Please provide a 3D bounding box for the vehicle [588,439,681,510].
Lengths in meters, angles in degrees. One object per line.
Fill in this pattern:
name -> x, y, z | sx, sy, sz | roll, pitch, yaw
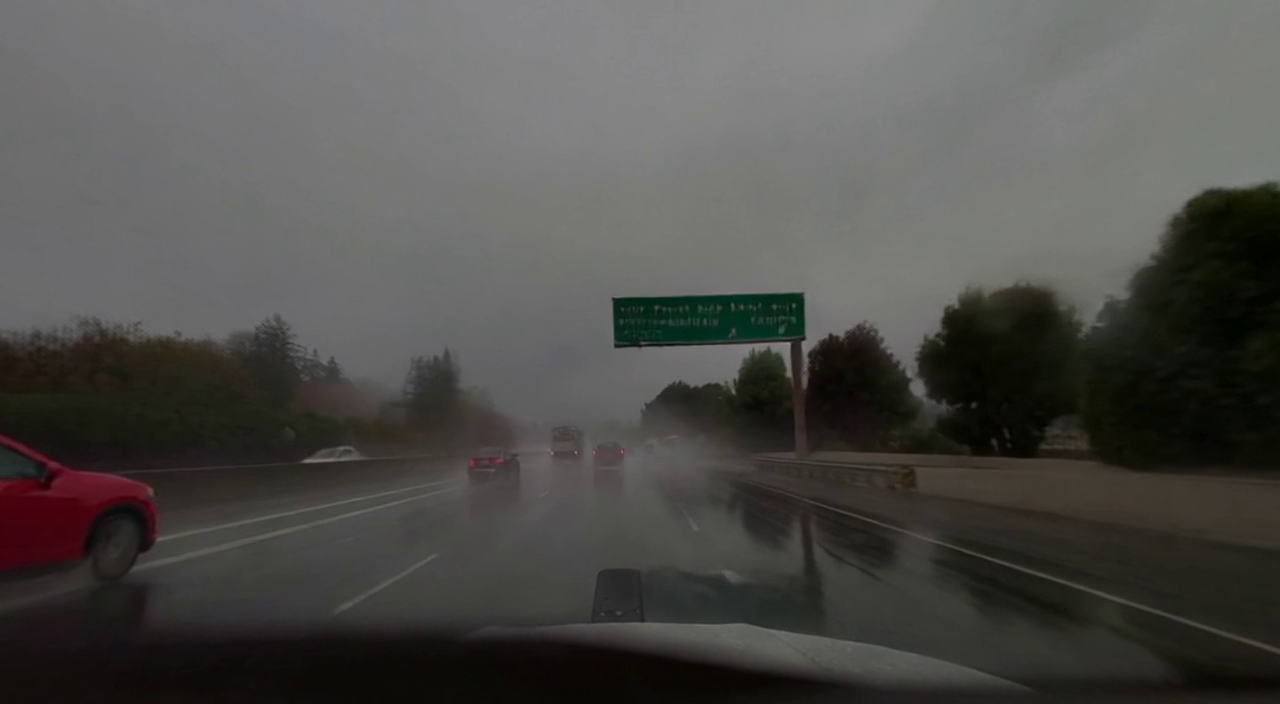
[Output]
vehicle -> -0.153, 2.823, 14.913 | 1.940, 1.451, 3.512 | 0, -9, -1

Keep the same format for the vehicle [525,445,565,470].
vehicle -> -5.790, 6.454, 38.623 | 1.814, 1.417, 3.860 | 0, -9, 0

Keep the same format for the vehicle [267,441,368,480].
vehicle -> -14.291, 4.822, 28.208 | 2.121, 1.609, 4.678 | 0, -9, -1

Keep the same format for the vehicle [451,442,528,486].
vehicle -> -5.517, 4.157, 23.641 | 1.892, 1.481, 4.180 | 0, -9, 0

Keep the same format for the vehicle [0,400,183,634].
vehicle -> -5.523, 1.115, 4.088 | 2.058, 1.626, 4.118 | 0, -9, -2
